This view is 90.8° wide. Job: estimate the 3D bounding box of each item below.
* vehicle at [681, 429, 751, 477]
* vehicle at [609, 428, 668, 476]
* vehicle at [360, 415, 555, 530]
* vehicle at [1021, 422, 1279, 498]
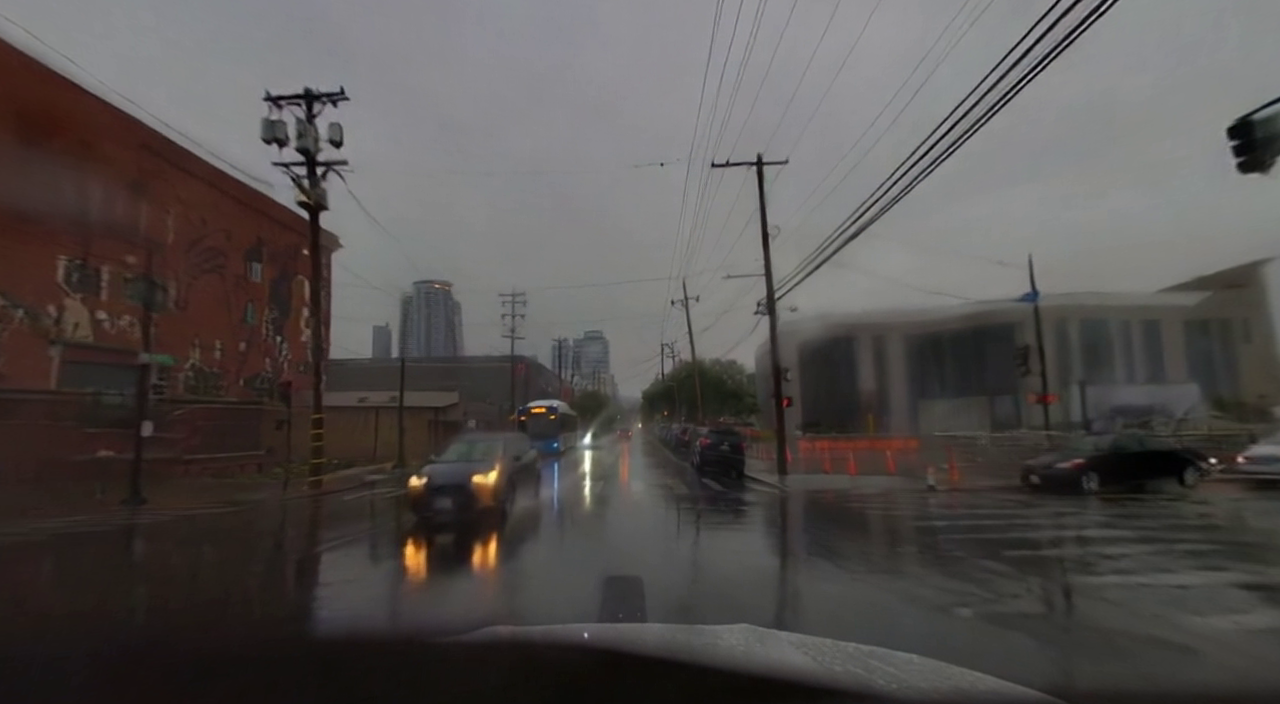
[{"bbox_3d":[2.912,4.056,25.379,2.171,1.751,4.373,0,-9,-1],"label":"vehicle"},{"bbox_3d":[-0.125,4.063,25.754,2.190,1.783,4.048,0,-9,-2],"label":"vehicle"},{"bbox_3d":[-3.480,2.473,13.664,2.474,1.926,5.823,0,-9,0],"label":"vehicle"},{"bbox_3d":[12.024,2.558,15.022,4.576,1.650,1.980,-1,-9,2],"label":"vehicle"}]
